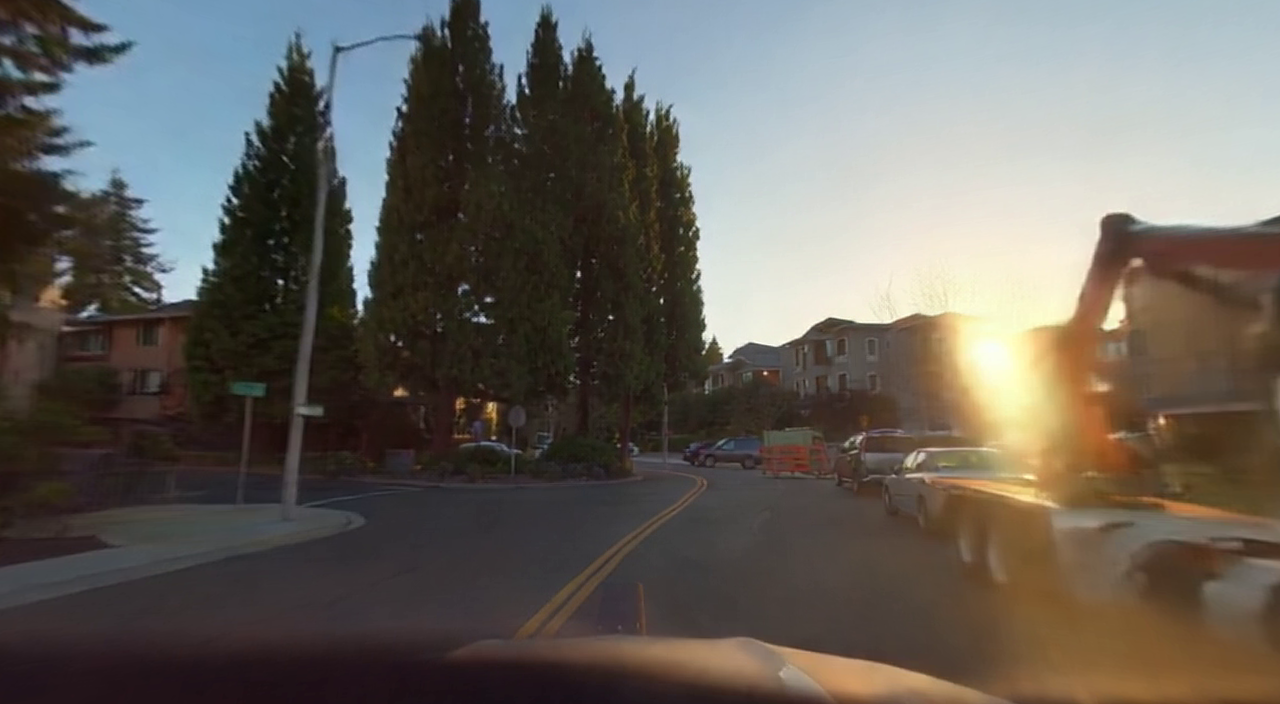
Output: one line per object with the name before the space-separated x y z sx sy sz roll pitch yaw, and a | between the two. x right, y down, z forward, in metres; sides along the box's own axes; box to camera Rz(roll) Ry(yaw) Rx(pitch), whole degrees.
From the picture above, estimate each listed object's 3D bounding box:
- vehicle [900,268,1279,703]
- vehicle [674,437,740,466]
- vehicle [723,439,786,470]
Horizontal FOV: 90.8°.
vehicle | 4.080 0.925 3.797 2.874 2.021 7.293 -1 -9 8
vehicle | 4.662 7.102 45.379 2.511 1.904 6.143 3 -9 -16
vehicle | 6.683 6.062 37.426 1.967 1.698 4.649 2 -9 -12
